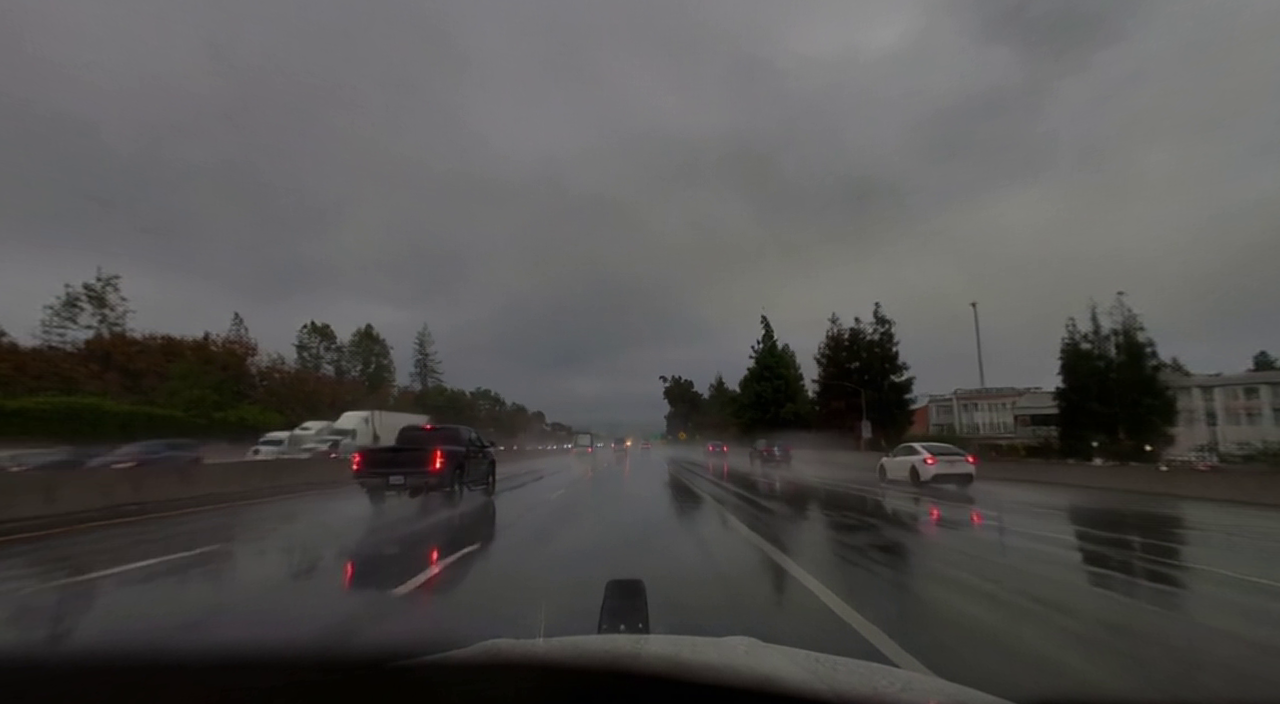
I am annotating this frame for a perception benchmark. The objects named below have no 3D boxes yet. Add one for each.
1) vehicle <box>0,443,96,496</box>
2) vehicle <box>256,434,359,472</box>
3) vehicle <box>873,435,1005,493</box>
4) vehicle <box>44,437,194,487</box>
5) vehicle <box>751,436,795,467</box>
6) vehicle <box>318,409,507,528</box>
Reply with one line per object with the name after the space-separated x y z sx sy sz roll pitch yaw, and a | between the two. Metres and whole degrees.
-24.951 4.638 25.189 1.871 1.987 4.982 0 -8 0 | vehicle
-20.892 6.369 40.158 2.736 2.171 6.889 0 -8 1 | vehicle
9.278 3.492 20.047 1.971 1.638 4.295 0 -8 -1 | vehicle
-21.142 4.454 25.952 1.989 1.822 4.801 0 -8 1 | vehicle
9.467 7.097 45.242 2.061 2.115 4.635 0 -8 -1 | vehicle
-4.208 2.246 12.717 1.994 1.911 4.819 0 -8 0 | vehicle
